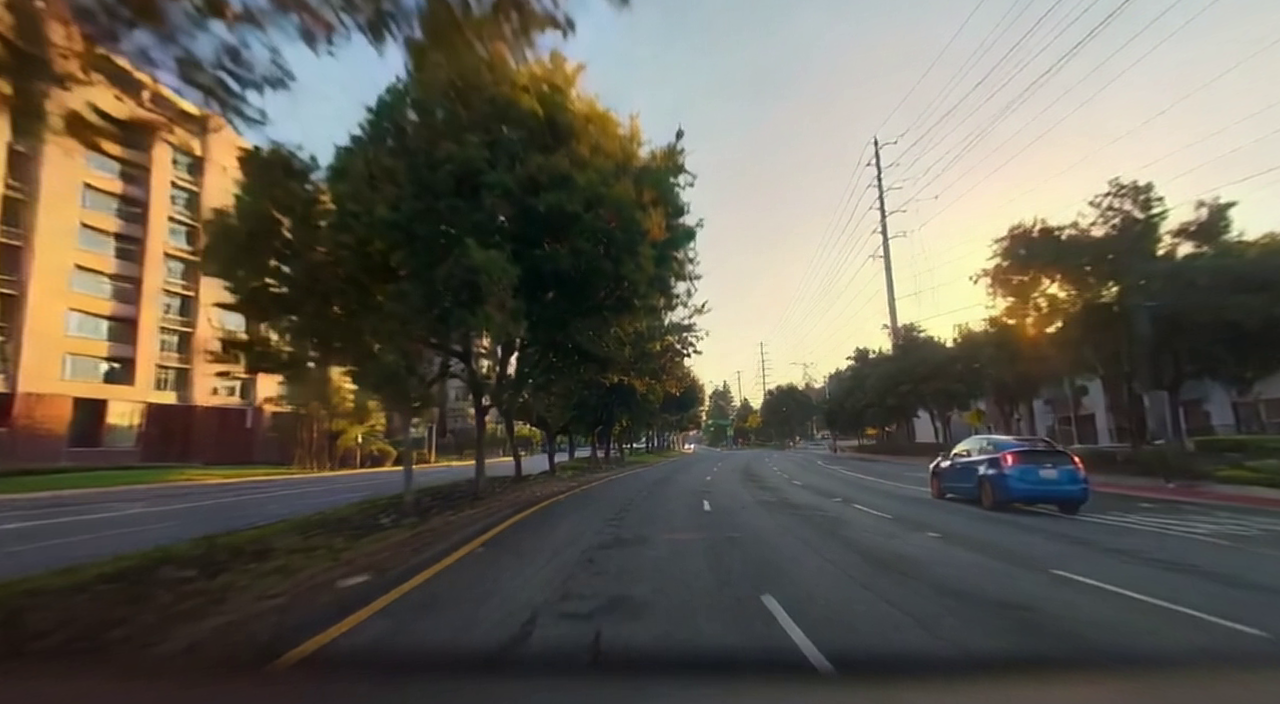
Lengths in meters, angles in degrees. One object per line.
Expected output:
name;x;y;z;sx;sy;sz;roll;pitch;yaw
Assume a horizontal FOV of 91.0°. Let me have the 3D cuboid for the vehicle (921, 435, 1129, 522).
vehicle;7.487;2.469;12.801;1.908;1.476;3.880;-1;-9;3
